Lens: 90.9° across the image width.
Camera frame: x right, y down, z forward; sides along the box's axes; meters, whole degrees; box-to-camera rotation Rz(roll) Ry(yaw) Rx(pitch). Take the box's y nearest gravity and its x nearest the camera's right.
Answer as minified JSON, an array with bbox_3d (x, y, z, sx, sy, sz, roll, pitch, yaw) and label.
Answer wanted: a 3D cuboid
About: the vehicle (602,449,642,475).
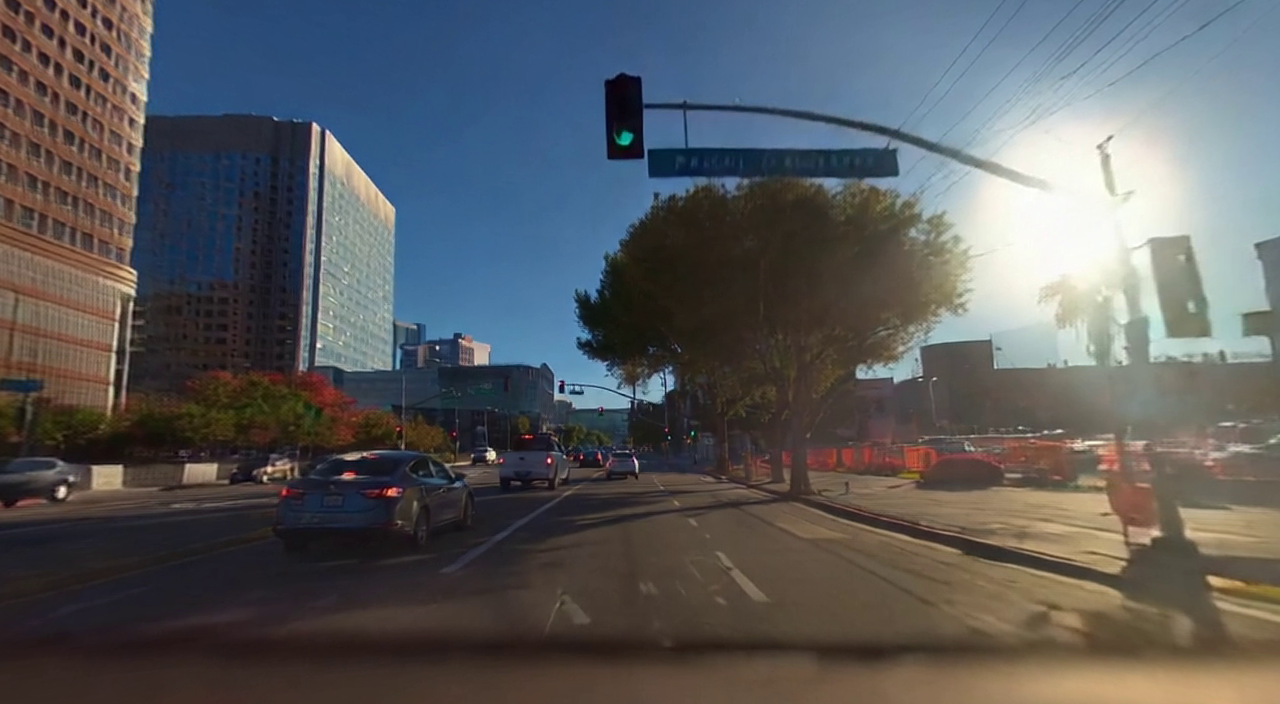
[{"bbox_3d":[-0.983,6.311,36.412,2.171,1.422,4.146,0,-9,-1],"label":"vehicle"}]

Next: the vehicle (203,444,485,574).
[{"bbox_3d":[-3.806,2.069,9.223,1.959,1.406,4.527,0,-9,-1],"label":"vehicle"}]

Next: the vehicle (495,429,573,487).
[{"bbox_3d":[-4.051,4.151,24.928,2.240,2.054,4.662,0,-9,0],"label":"vehicle"}]
